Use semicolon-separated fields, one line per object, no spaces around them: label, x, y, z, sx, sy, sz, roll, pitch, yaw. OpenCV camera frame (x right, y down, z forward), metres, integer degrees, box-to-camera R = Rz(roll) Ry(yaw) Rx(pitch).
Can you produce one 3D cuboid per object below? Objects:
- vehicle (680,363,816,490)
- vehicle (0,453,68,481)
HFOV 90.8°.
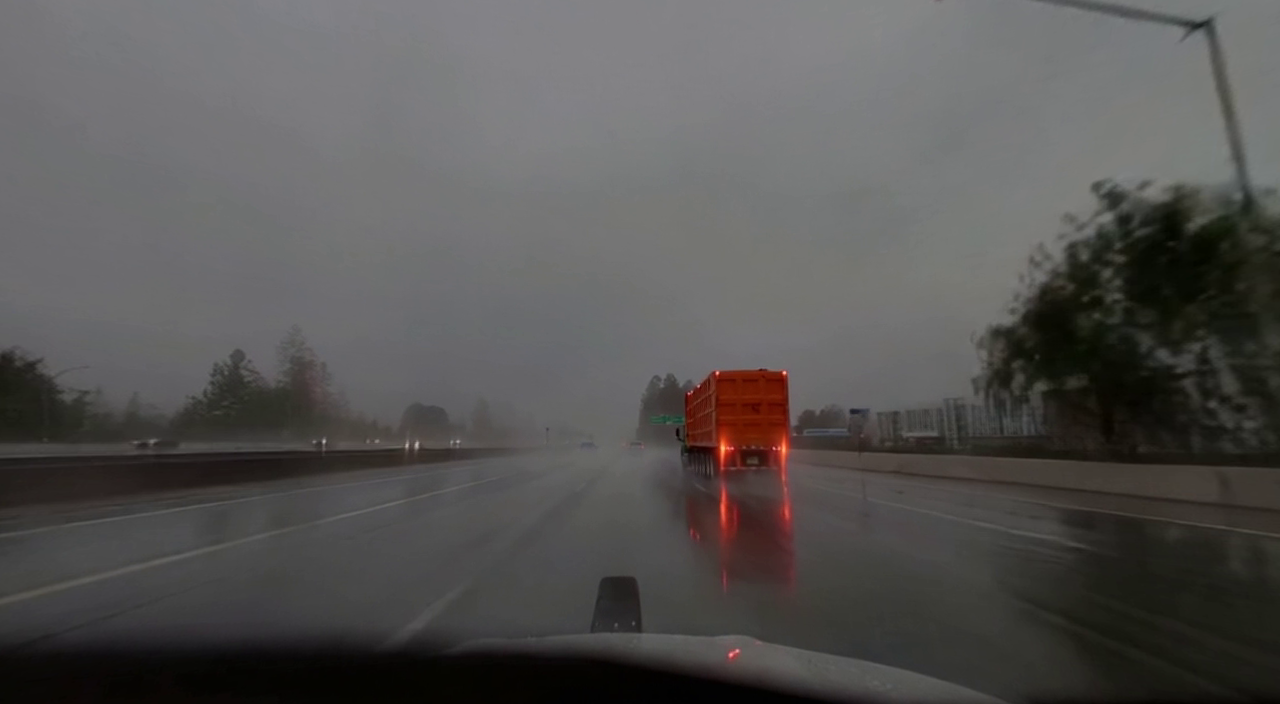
vehicle;3.372;2.898;23.208;2.966;3.586;10.563;0;-9;-1
vehicle;-34.180;6.250;34.494;1.746;1.446;4.326;0;-9;0
